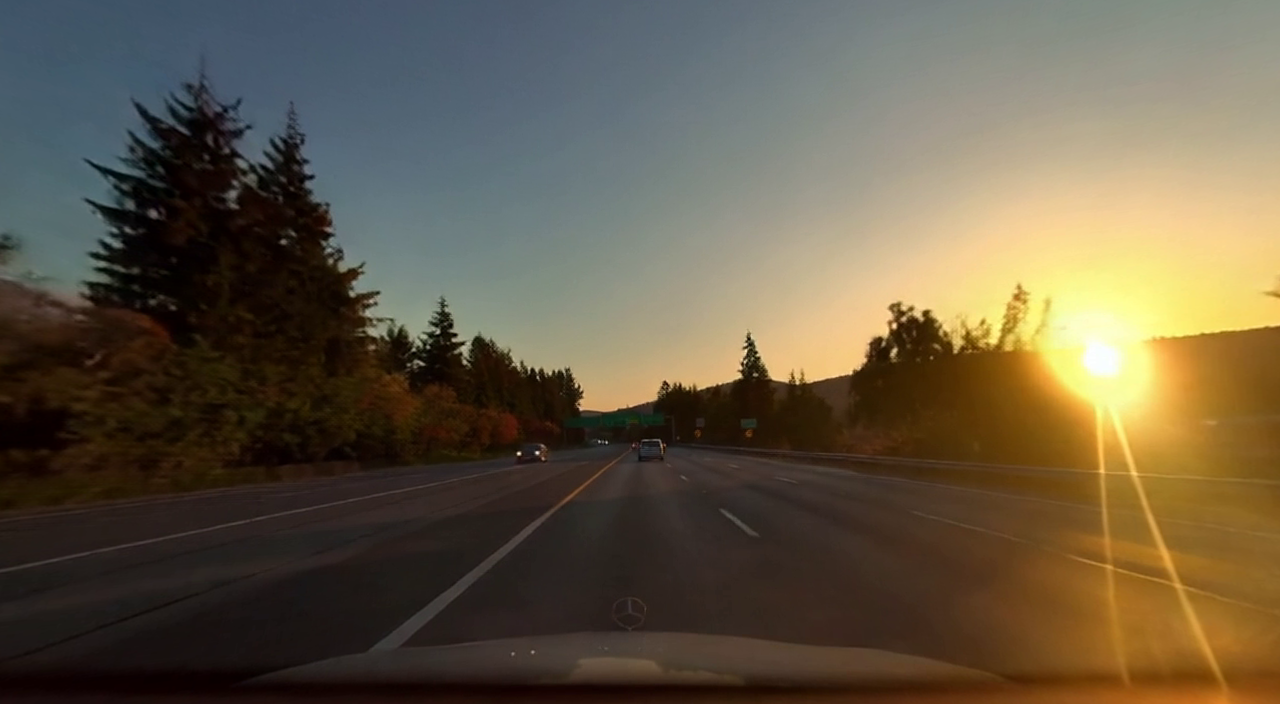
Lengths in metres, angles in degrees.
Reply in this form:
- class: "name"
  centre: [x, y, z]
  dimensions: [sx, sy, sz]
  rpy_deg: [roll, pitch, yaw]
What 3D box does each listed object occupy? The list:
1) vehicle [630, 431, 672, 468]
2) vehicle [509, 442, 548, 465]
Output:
- class: "vehicle"
  centre: [0.650, 5.643, 36.599]
  dimensions: [2.301, 1.944, 4.554]
  rpy_deg: [0, -8, 1]
- class: "vehicle"
  centre: [-7.694, 7.024, 43.759]
  dimensions: [1.899, 1.513, 4.382]
  rpy_deg: [0, -8, 1]
